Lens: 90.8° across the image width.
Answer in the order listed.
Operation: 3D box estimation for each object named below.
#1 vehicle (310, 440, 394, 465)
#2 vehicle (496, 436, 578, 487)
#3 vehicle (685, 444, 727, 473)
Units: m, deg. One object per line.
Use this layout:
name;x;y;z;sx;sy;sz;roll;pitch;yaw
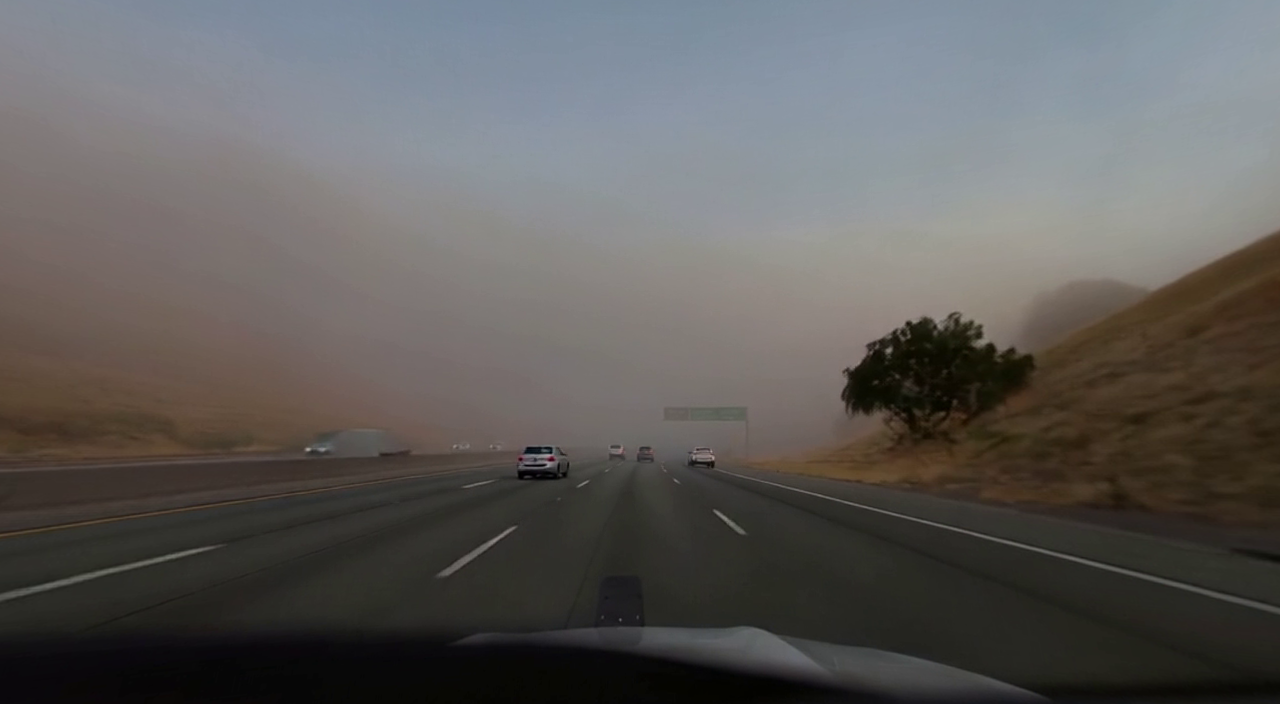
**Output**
vehicle;-21.372;7.496;47.379;2.776;1.771;6.840;-1;-8;3
vehicle;-3.659;4.004;23.438;2.166;1.700;4.661;0;-8;1
vehicle;4.263;6.937;41.341;2.164;1.788;4.500;0;-8;-1
